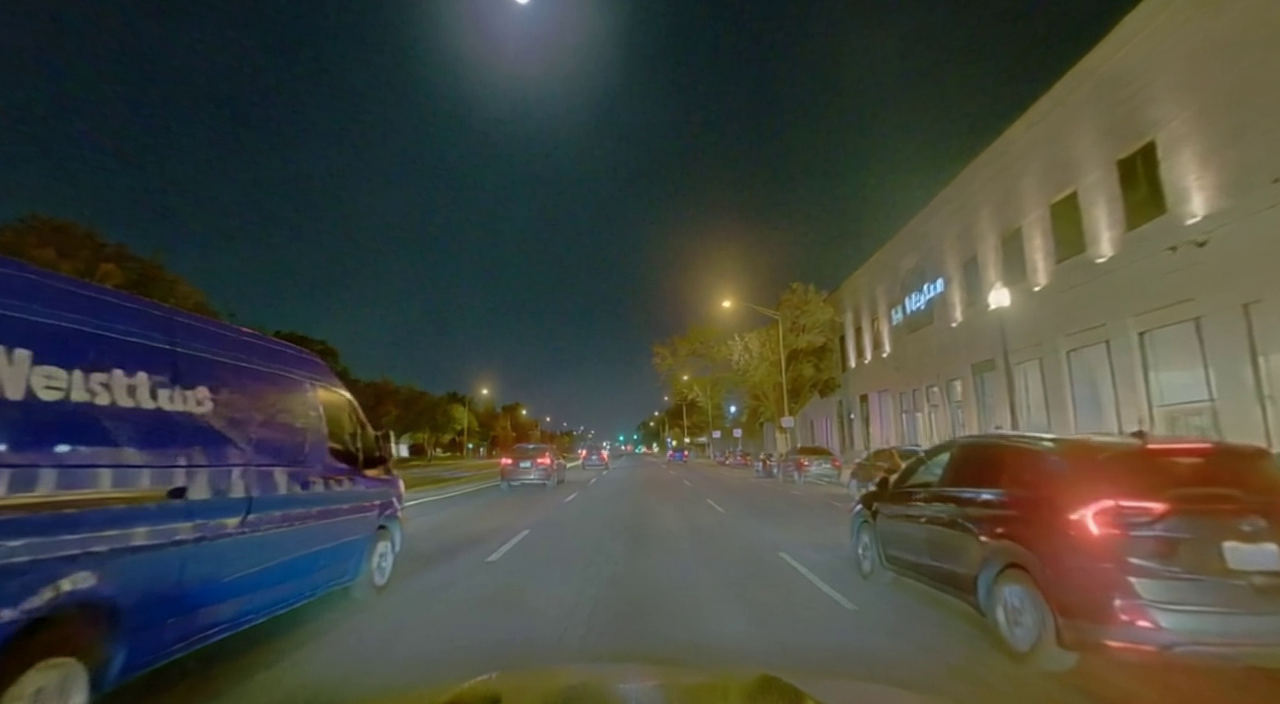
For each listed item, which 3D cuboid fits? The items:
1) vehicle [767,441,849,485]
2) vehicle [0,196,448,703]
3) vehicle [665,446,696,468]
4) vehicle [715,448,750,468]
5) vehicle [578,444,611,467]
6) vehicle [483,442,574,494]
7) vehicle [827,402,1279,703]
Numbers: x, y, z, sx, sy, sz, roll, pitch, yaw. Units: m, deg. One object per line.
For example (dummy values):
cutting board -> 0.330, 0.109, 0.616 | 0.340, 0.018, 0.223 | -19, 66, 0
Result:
vehicle -> 6.671, 4.453, 25.567 | 1.983, 1.618, 4.108 | 0, -9, -4
vehicle -> -3.423, 0.842, 4.096 | 2.490, 2.153, 5.594 | 0, -9, 1
vehicle -> 2.882, 7.576, 45.841 | 1.961, 1.482, 4.538 | 0, -9, -1
vehicle -> 6.791, 7.791, 46.670 | 1.896, 1.442, 4.305 | 0, -9, -1
vehicle -> -3.453, 8.001, 48.903 | 2.145, 1.694, 4.642 | 0, -9, 1
vehicle -> -3.458, 3.682, 20.430 | 2.060, 1.466, 4.387 | 0, -9, 1
vehicle -> 3.227, 1.301, 4.951 | 2.021, 1.491, 4.563 | 0, -9, -1
